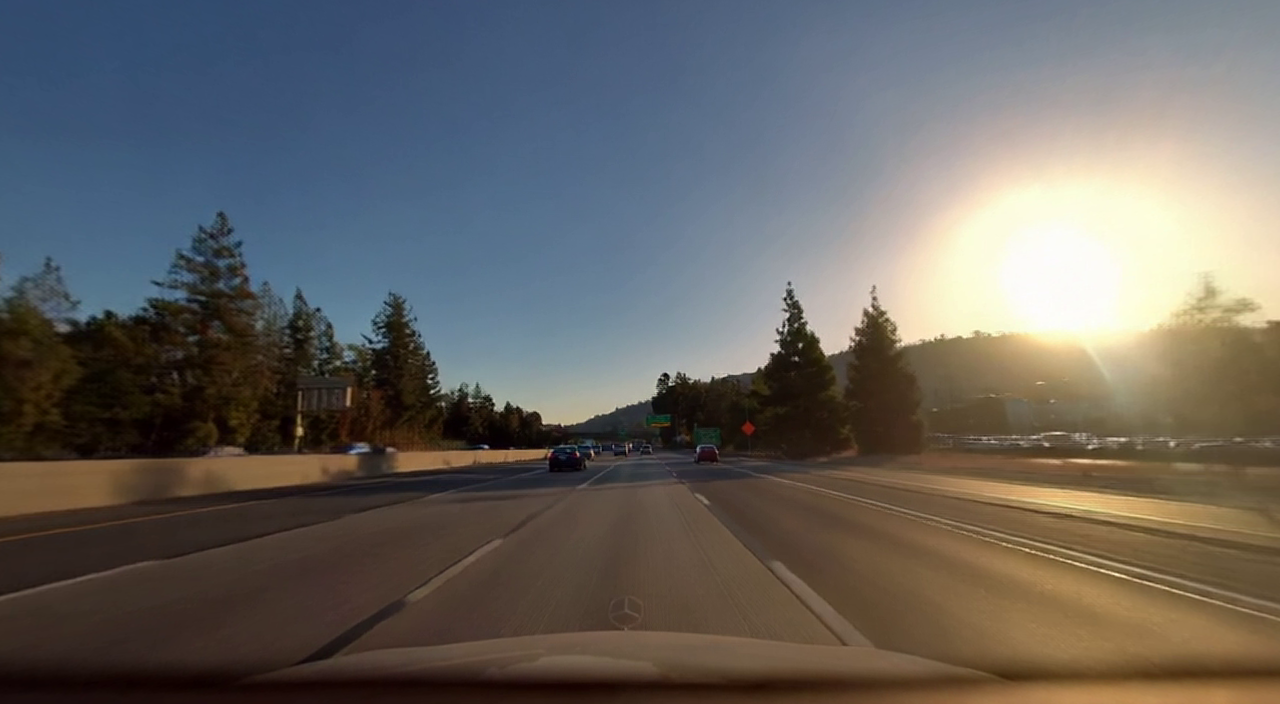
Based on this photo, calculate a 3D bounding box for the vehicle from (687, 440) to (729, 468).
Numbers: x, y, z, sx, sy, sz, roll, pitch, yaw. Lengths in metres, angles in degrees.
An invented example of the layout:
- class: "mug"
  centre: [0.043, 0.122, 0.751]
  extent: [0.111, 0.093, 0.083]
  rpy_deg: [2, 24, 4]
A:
- class: "vehicle"
  centre: [4.349, 6.589, 40.899]
  extent: [2.229, 1.704, 4.392]
  rpy_deg: [0, -8, 0]

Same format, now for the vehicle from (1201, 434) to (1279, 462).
- class: "vehicle"
  centre: [37.247, 5.910, 38.833]
  extent: [3.612, 1.451, 1.747]
  rpy_deg: [-3, -9, 0]

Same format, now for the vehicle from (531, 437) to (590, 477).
- class: "vehicle"
  centre: [-3.703, 4.990, 30.296]
  extent: [2.196, 1.733, 4.355]
  rpy_deg: [0, -8, 1]

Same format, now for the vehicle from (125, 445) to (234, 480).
- class: "vehicle"
  centre: [-21.061, 5.045, 29.078]
  extent: [1.815, 1.438, 4.158]
  rpy_deg: [0, -8, 1]
